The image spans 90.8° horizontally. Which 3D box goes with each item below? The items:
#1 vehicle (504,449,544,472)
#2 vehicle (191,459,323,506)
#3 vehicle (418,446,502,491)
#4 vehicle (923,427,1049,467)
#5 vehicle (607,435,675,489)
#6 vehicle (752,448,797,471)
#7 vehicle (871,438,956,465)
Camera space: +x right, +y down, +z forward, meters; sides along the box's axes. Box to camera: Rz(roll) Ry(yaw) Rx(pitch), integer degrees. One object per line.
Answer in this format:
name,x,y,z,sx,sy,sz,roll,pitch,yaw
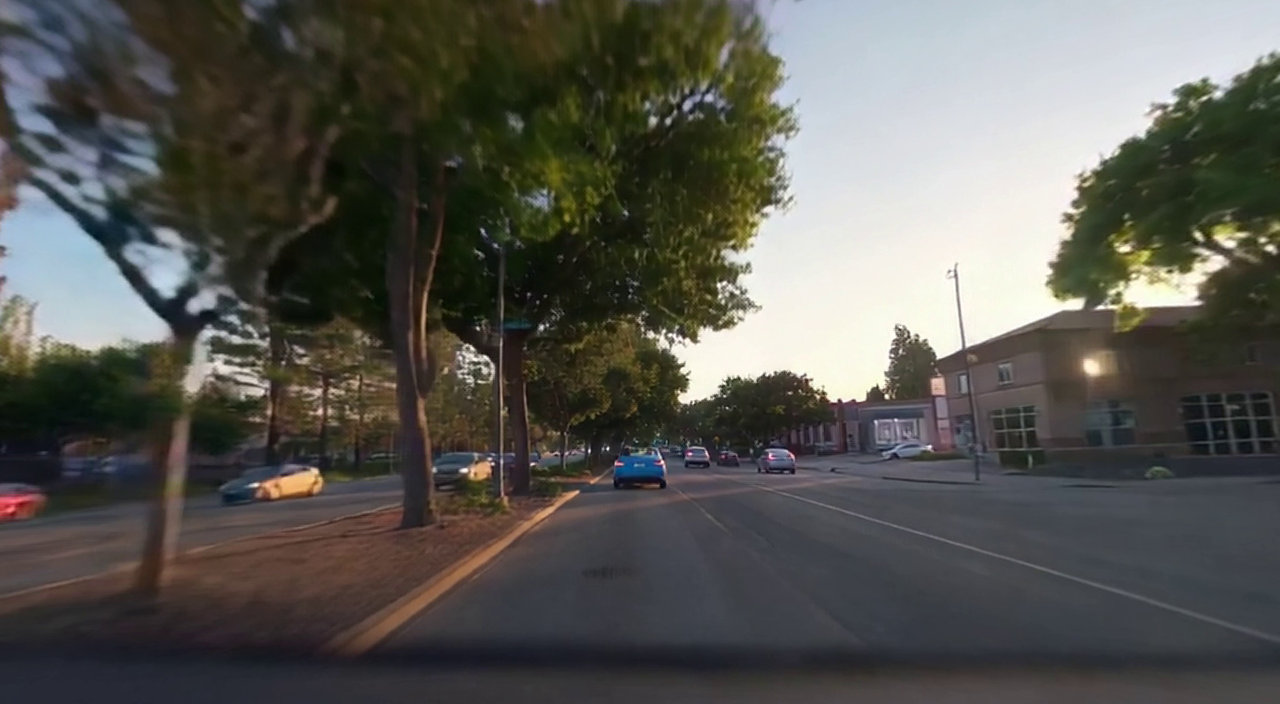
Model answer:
vehicle,-8.113,7.578,44.525,1.948,1.508,4.749,0,-9,0
vehicle,-13.893,4.722,23.326,1.974,1.449,4.567,0,-9,1
vehicle,-7.482,4.855,26.785,2.078,1.694,4.611,0,-9,2
vehicle,19.668,5.413,36.171,5.677,2.171,2.393,0,-8,4
vehicle,-0.012,3.954,23.063,2.266,1.762,4.131,0,-9,-1
vehicle,9.141,7.347,43.385,2.045,1.484,4.342,0,-9,-1
vehicle,19.452,7.058,45.073,4.932,1.514,2.327,-3,-7,-5
